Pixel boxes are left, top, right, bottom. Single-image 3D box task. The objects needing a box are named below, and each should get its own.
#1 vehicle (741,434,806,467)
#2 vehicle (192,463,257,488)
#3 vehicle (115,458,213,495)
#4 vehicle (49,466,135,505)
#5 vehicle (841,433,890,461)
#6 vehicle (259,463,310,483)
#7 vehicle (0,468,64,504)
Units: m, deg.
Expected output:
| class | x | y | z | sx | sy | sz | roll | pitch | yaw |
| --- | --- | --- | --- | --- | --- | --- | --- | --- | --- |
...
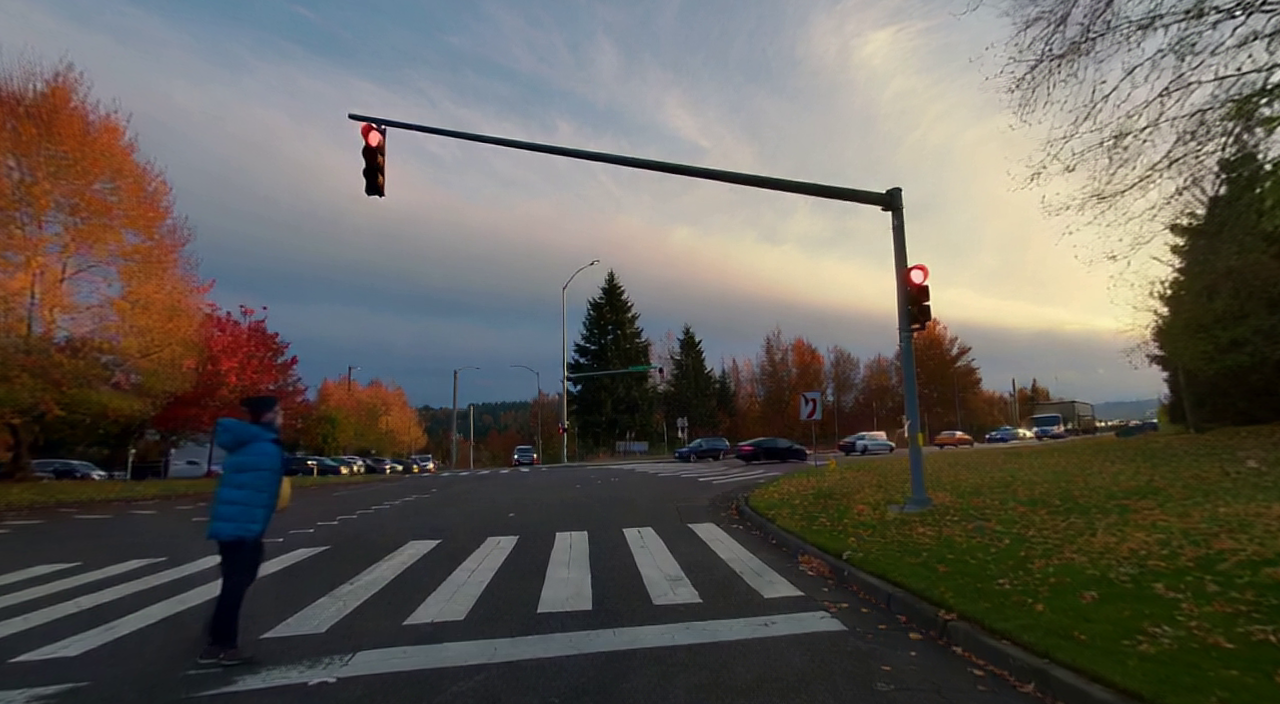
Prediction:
| class | x | y | z | sx | sy | sz | roll | pitch | yaw |
| --- | --- | --- | --- | --- | --- | --- | --- | --- | --- |
| vehicle | 8.268 | 6.020 | 38.484 | 2.036 | 1.849 | 4.811 | -7 | -11 | 36 |
| vehicle | -28.547 | 8.475 | 43.167 | 1.768 | 1.465 | 3.972 | 0 | -9 | -1 |
| vehicle | -27.835 | 7.271 | 36.906 | 2.064 | 1.913 | 5.081 | 0 | -9 | -4 |
| vehicle | -25.429 | 6.155 | 29.248 | 1.694 | 1.528 | 4.225 | 3 | -9 | -23 |
| vehicle | 16.694 | 7.026 | 46.349 | 1.942 | 1.920 | 4.263 | -8 | -11 | 39 |
| vehicle | -28.143 | 9.585 | 49.745 | 1.776 | 1.452 | 3.920 | 0 | -9 | 0 |
| vehicle | -30.339 | 6.450 | 30.338 | 1.800 | 1.520 | 3.968 | 2 | -9 | -14 |
